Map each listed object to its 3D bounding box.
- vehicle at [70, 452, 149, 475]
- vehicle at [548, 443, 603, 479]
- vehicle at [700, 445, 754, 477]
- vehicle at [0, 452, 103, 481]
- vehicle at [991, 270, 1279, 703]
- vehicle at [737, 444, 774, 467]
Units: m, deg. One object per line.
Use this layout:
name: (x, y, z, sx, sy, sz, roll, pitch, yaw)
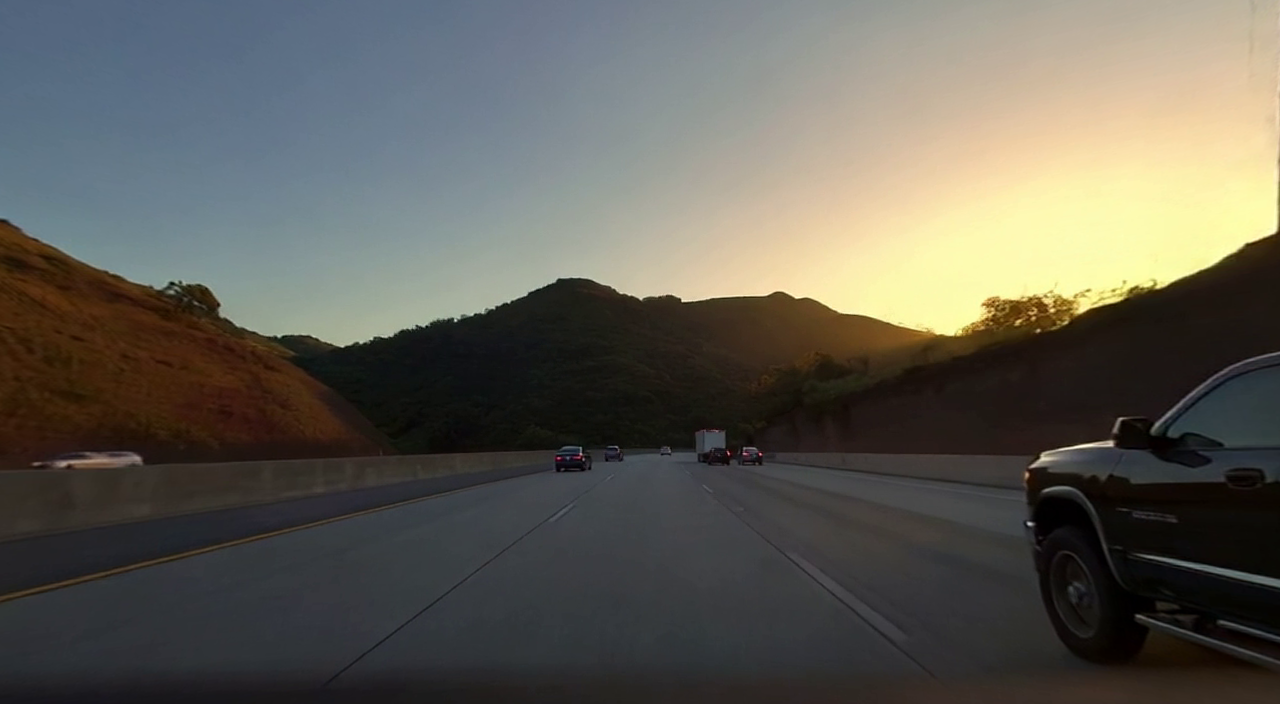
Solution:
vehicle: (-38.007, 7.974, 45.313, 1.704, 1.460, 4.468, 0, -8, 1)
vehicle: (-3.152, 5.443, 31.745, 2.113, 1.636, 4.494, -1, -8, 2)
vehicle: (4.251, 5.394, 31.479, 2.046, 1.471, 4.333, 0, -8, 0)
vehicle: (-33.858, 6.546, 36.297, 1.775, 1.484, 4.600, 0, -8, 1)
vehicle: (3.439, 0.557, 1.645, 2.098, 1.925, 5.171, 0, -8, 1)
vehicle: (8.665, 7.775, 47.731, 1.986, 1.633, 4.430, 0, -8, 0)
